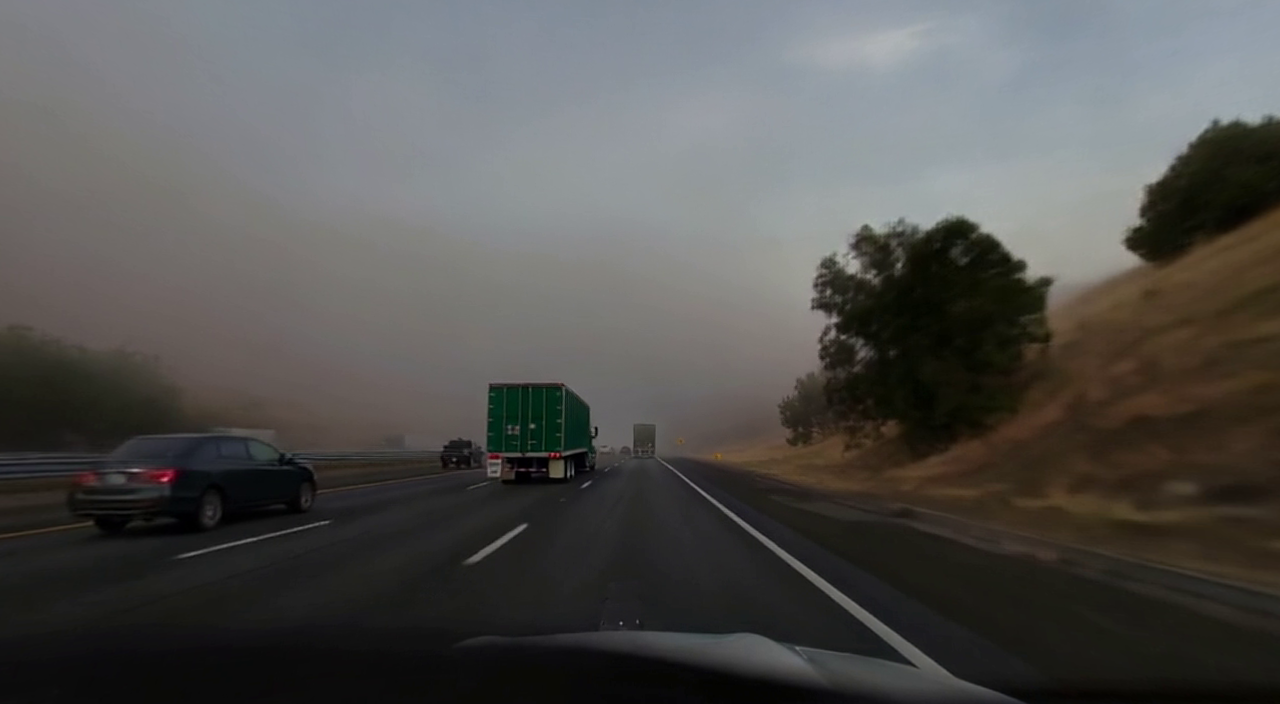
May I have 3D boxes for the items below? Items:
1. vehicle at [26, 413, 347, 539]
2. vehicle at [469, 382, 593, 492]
[{"bbox_3d":[-7.466,2.096,11.224,2.125,1.725,4.715,0,-9,1],"label":"vehicle"},{"bbox_3d":[-3.689,3.368,24.502,2.789,3.271,10.894,0,-9,1],"label":"vehicle"}]
